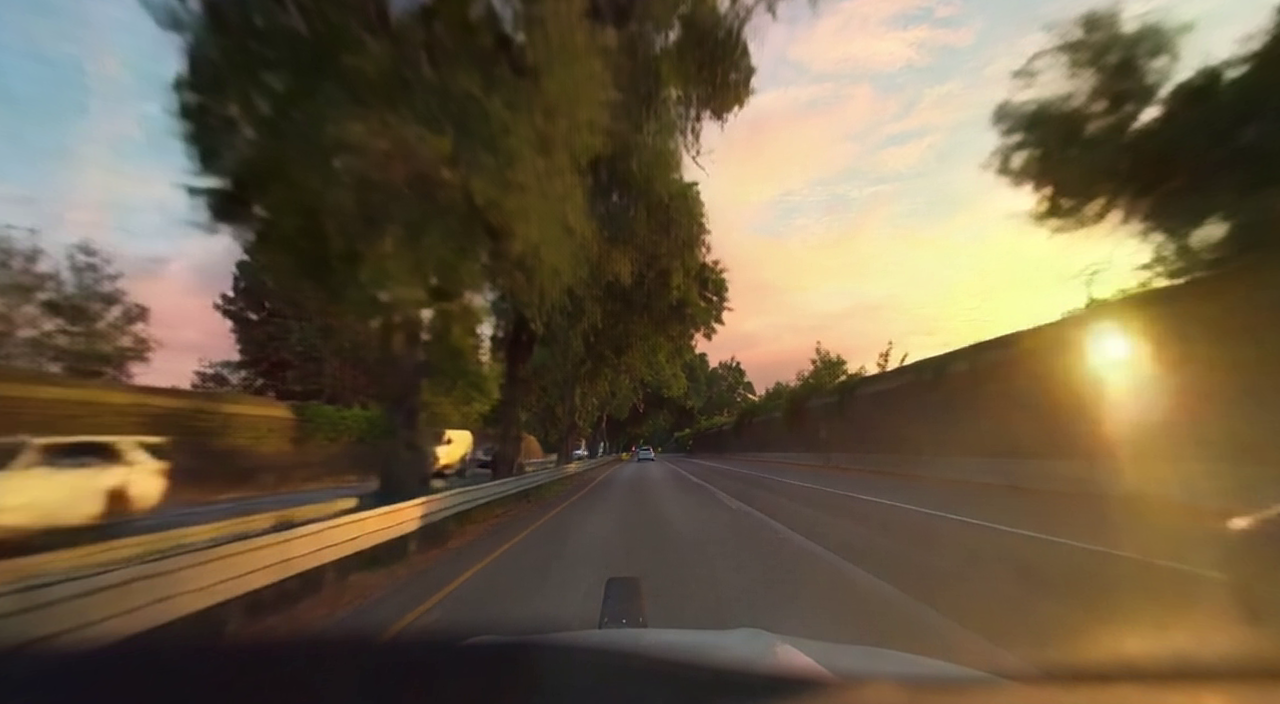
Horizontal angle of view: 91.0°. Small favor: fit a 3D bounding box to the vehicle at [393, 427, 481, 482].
[{"bbox_3d":[-11.378,5.800,36.026,2.663,2.819,6.467,-1,-9,2],"label":"vehicle"}]
